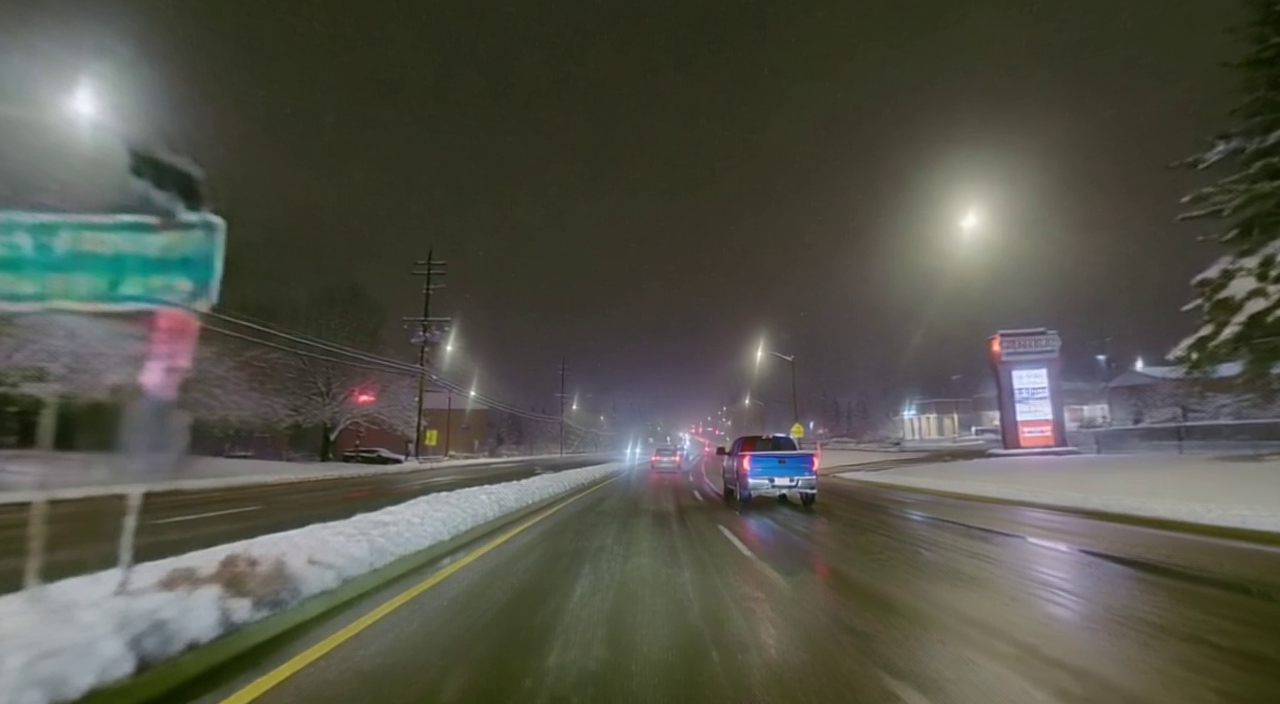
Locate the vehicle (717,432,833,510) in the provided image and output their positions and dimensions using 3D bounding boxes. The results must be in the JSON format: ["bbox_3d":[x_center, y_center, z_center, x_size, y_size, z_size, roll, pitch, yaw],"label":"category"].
[{"bbox_3d":[3.738,3.408,18.716,2.367,1.919,5.651,0,-8,2],"label":"vehicle"}]

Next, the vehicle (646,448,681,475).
[{"bbox_3d":[1.491,6.567,38.116,1.968,1.521,4.262,0,-8,4],"label":"vehicle"}]

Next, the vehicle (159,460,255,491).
[{"bbox_3d":[-24.008,6.835,35.150,1.890,1.519,4.431,0,-9,6],"label":"vehicle"}]
